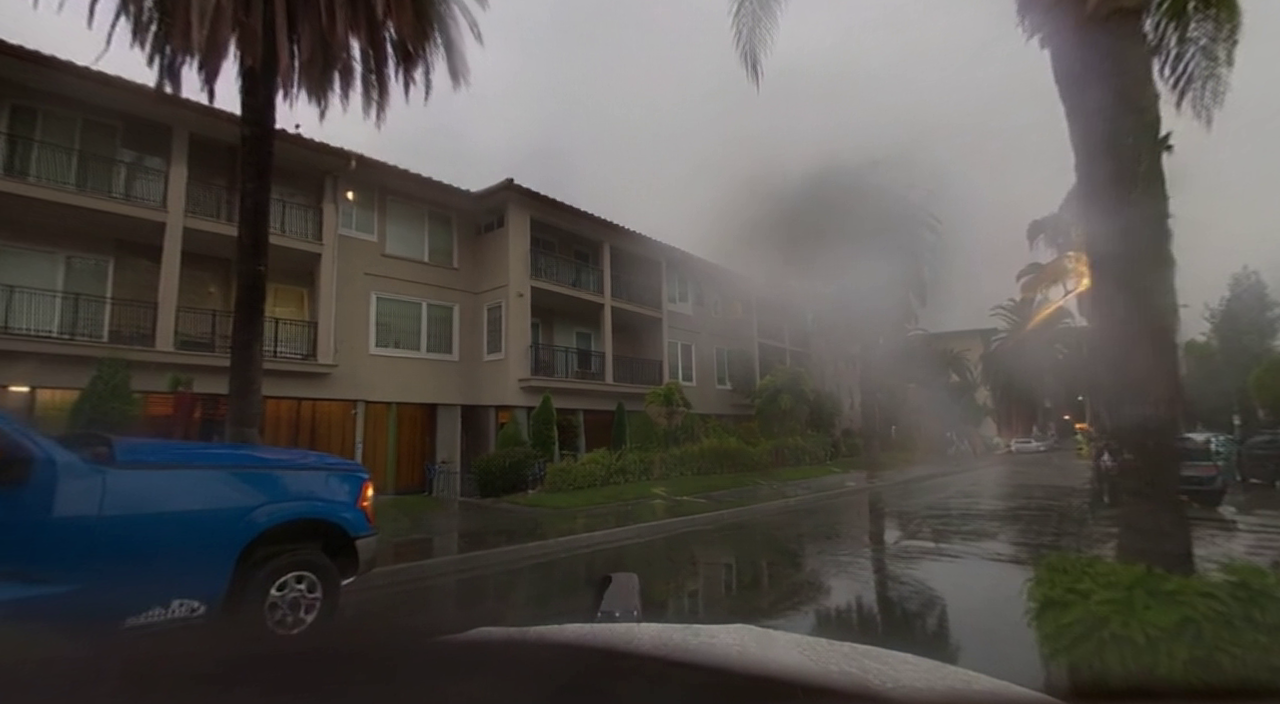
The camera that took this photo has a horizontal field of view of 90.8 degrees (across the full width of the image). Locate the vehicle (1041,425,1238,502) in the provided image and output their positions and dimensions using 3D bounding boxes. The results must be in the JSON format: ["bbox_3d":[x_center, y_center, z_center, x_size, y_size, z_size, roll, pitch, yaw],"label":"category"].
[{"bbox_3d":[19.825,4.330,25.416,5.872,2.468,2.864,-2,-8,39],"label":"vehicle"}]
